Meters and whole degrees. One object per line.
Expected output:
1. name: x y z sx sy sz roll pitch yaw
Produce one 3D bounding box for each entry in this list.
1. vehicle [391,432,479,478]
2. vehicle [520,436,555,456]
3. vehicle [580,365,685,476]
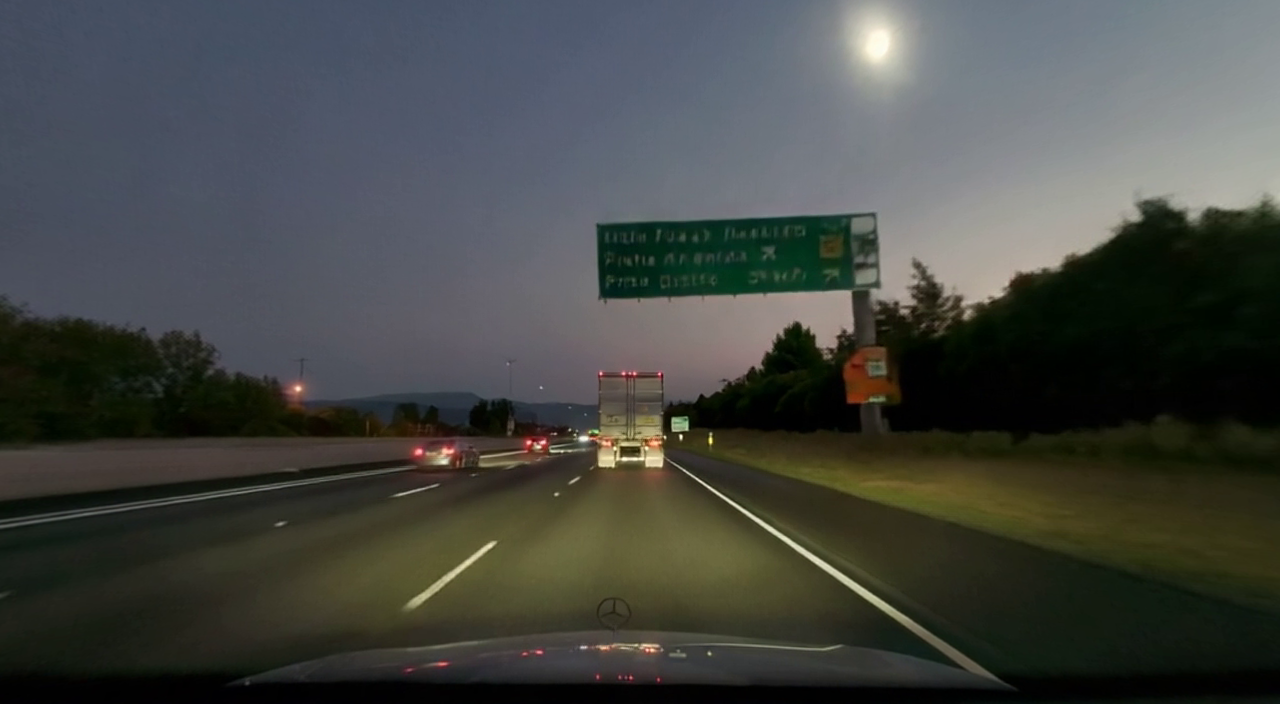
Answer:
1. vehicle: -7.135 3.588 22.290 1.856 1.479 3.710 0 -8 0
2. vehicle: -8.010 7.365 49.417 1.949 1.437 4.296 0 -8 0
3. vehicle: -0.340 3.051 26.368 3.033 3.223 14.836 3 -8 -1
